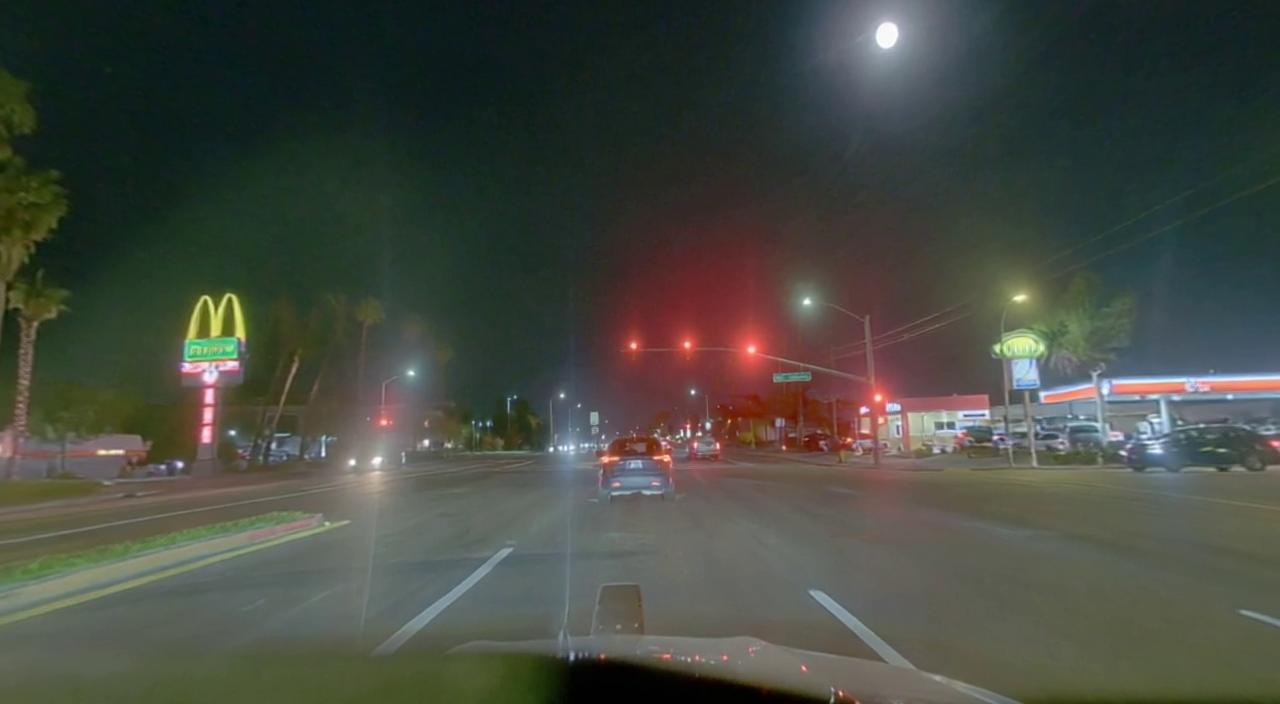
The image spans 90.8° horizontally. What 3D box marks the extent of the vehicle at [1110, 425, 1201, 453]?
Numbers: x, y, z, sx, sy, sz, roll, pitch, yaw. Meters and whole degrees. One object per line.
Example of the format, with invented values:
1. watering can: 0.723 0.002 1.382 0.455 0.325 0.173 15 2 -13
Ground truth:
1. vehicle: 31.917 5.418 39.319 1.903 1.630 4.320 0 -8 -1

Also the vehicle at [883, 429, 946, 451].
1. vehicle: 19.622 6.342 45.273 3.833 1.495 1.892 -3 -8 16

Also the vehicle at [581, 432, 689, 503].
1. vehicle: -0.125 2.763 15.646 2.270 1.475 4.571 0 -8 0

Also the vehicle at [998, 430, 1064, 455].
1. vehicle: 24.344 5.665 39.462 1.738 1.462 3.609 0 -8 0

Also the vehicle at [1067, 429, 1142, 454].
1. vehicle: 28.897 5.616 39.464 1.848 1.467 3.941 -1 -8 3

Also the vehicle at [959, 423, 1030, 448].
1. vehicle: 24.654 5.848 44.062 3.783 1.560 1.853 -4 -9 12

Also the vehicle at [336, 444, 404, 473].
1. vehicle: -15.449 6.100 36.419 1.896 1.508 4.659 0 -8 -1

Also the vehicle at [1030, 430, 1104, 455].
1. vehicle: 26.415 5.624 39.221 1.923 1.501 3.849 0 -8 2
